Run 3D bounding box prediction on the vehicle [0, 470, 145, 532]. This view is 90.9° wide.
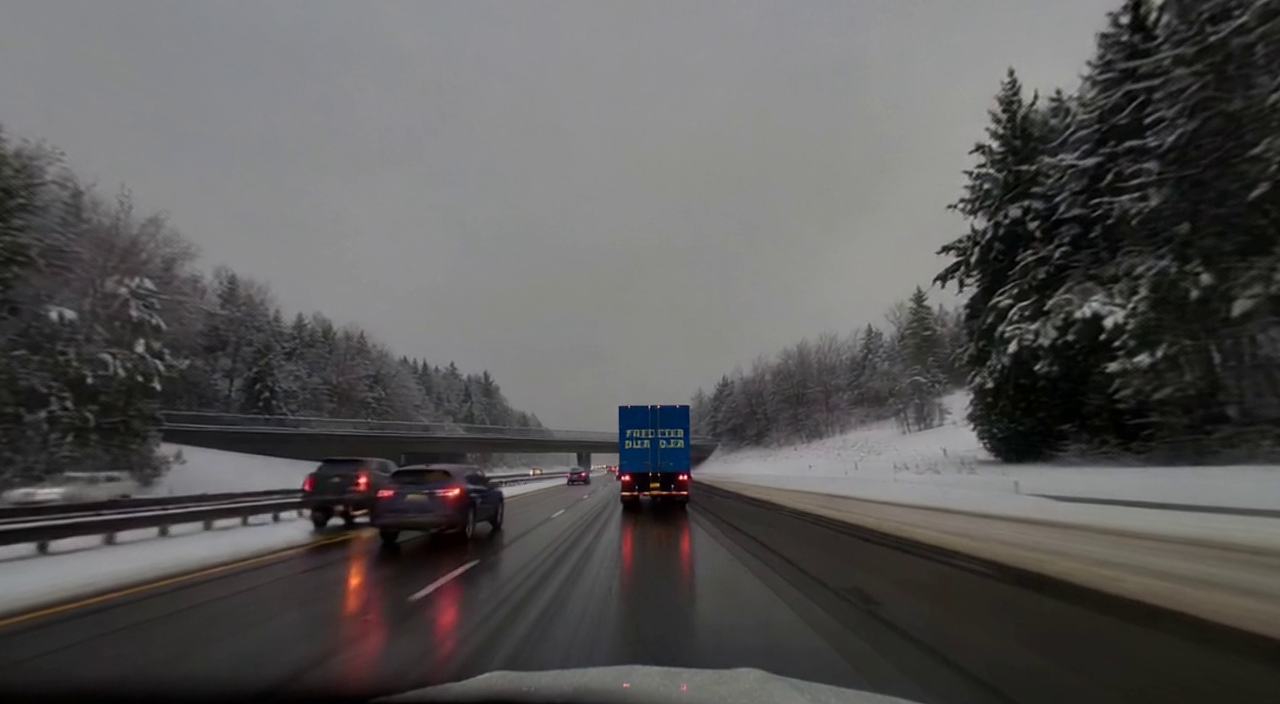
[{"bbox_3d":[-16.111,4.045,17.496,1.762,1.459,3.631,1,-10,-2],"label":"vehicle"}]

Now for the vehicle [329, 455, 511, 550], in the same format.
[{"bbox_3d":[-4.096,2.898,12.728,1.978,1.516,4.617,1,-10,0],"label":"vehicle"}]

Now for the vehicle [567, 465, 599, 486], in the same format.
[{"bbox_3d":[-4.355,9.544,48.920,2.060,1.535,4.109,1,-10,0],"label":"vehicle"}]

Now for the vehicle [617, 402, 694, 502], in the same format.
[{"bbox_3d":[0.505,4.717,29.137,2.980,3.834,9.423,1,-10,-1],"label":"vehicle"}]
